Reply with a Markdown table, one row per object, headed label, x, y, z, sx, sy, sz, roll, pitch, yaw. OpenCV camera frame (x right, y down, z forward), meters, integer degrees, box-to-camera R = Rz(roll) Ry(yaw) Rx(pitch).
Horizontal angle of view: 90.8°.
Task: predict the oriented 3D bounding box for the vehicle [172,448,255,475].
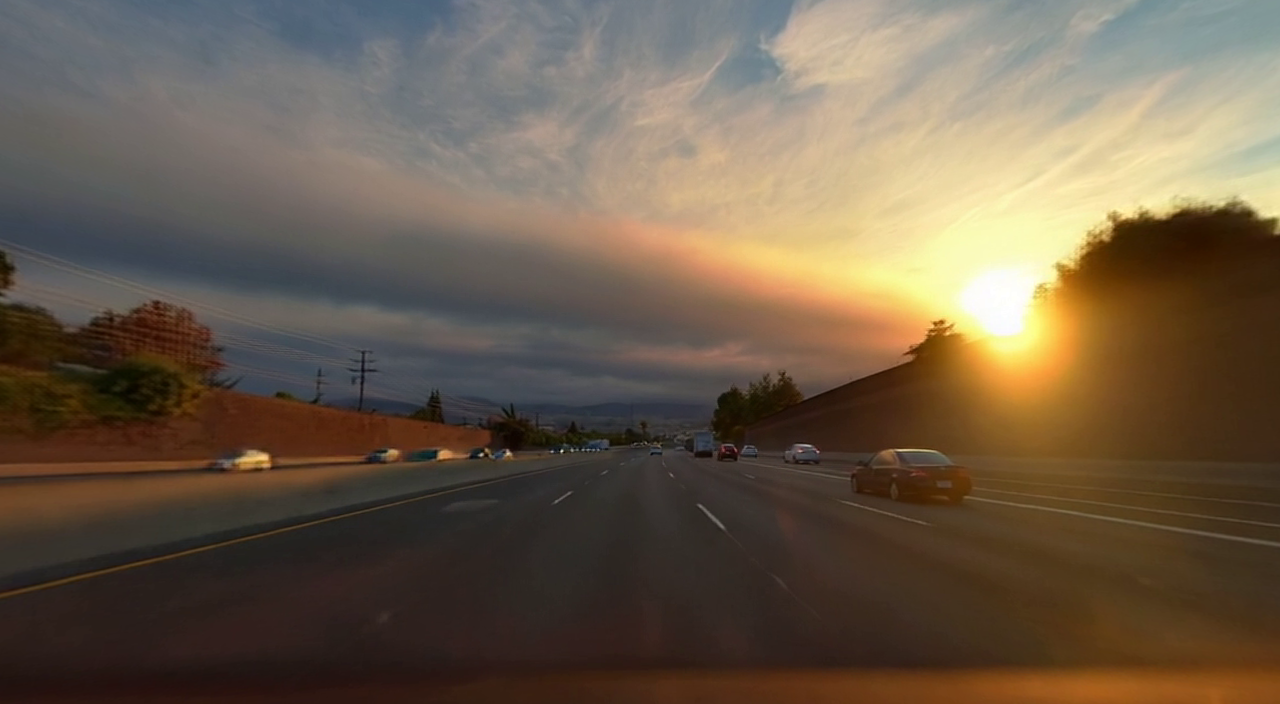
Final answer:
| label | x | y | z | sx | sy | sz | roll | pitch | yaw |
| --- | --- | --- | --- | --- | --- | --- | --- | --- | --- |
| vehicle | -25.573 | 6.551 | 38.087 | 1.770 | 1.452 | 4.443 | 0 | -9 | 1 |

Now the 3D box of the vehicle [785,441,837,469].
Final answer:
| label | x | y | z | sx | sy | sz | roll | pitch | yaw |
| --- | --- | --- | --- | --- | --- | --- | --- | --- | --- |
| vehicle | 11.158 | 6.726 | 41.449 | 2.151 | 1.734 | 4.519 | 0 | -9 | 0 |

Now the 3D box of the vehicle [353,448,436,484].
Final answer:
| label | x | y | z | sx | sy | sz | roll | pitch | yaw |
| --- | --- | --- | --- | --- | --- | --- | --- | --- | --- |
| vehicle | -10.865 | 5.062 | 28.350 | 1.908 | 1.433 | 4.394 | 0 | -9 | 1 |

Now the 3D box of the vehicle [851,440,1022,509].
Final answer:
| label | x | y | z | sx | sy | sz | roll | pitch | yaw |
| --- | --- | --- | --- | --- | --- | --- | --- | --- | --- |
| vehicle | 7.231 | 3.015 | 16.093 | 2.047 | 1.479 | 4.593 | 0 | -9 | -1 |
